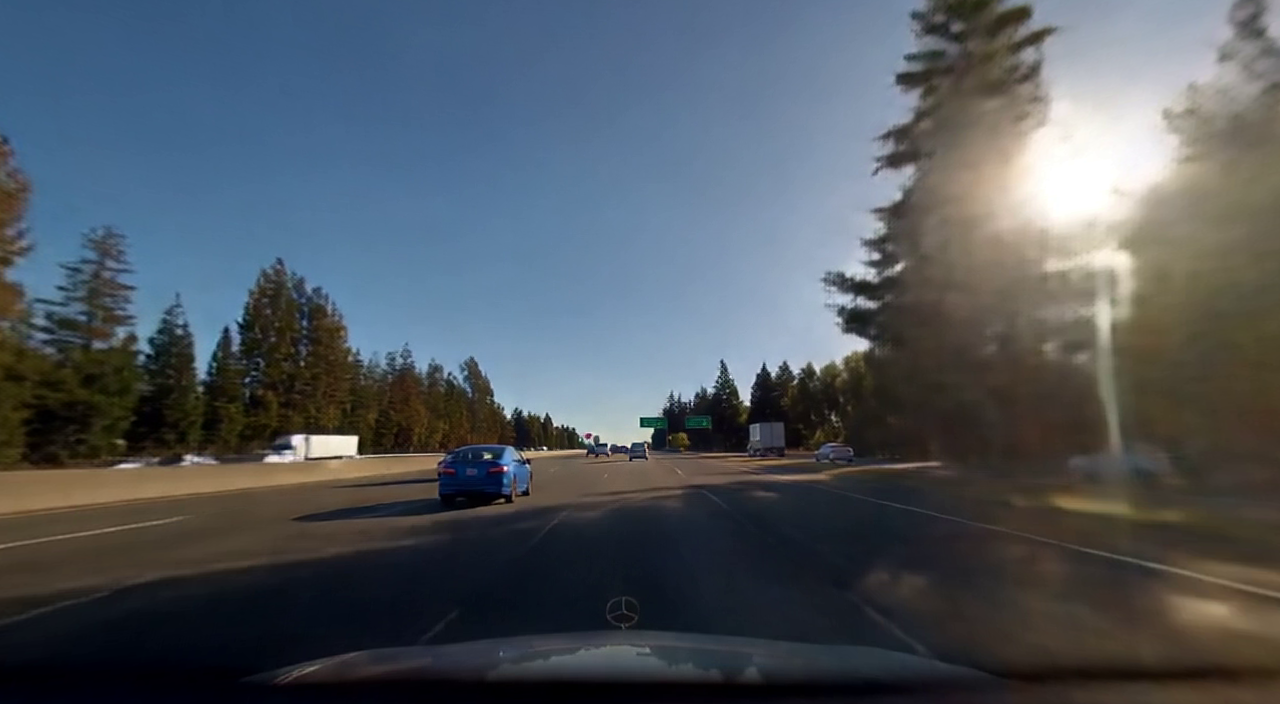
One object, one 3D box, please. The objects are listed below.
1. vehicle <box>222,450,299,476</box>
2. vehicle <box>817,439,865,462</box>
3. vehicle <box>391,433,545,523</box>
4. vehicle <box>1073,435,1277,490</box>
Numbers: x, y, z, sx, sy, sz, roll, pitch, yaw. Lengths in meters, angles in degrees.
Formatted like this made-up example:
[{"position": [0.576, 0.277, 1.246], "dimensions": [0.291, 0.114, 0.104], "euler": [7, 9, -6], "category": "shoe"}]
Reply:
[{"position": [-24.516, 7.164, 41.053], "dimensions": [1.925, 1.612, 4.852], "euler": [0, -9, 0], "category": "vehicle"}, {"position": [15.842, 7.790, 49.952], "dimensions": [2.081, 1.707, 4.756], "euler": [0, -9, -2], "category": "vehicle"}, {"position": [-3.306, 2.525, 13.142], "dimensions": [2.020, 1.554, 4.137], "euler": [0, -9, 0], "category": "vehicle"}, {"position": [15.965, 3.325, 19.331], "dimensions": [1.873, 1.463, 4.937], "euler": [0, -9, -1], "category": "vehicle"}]
